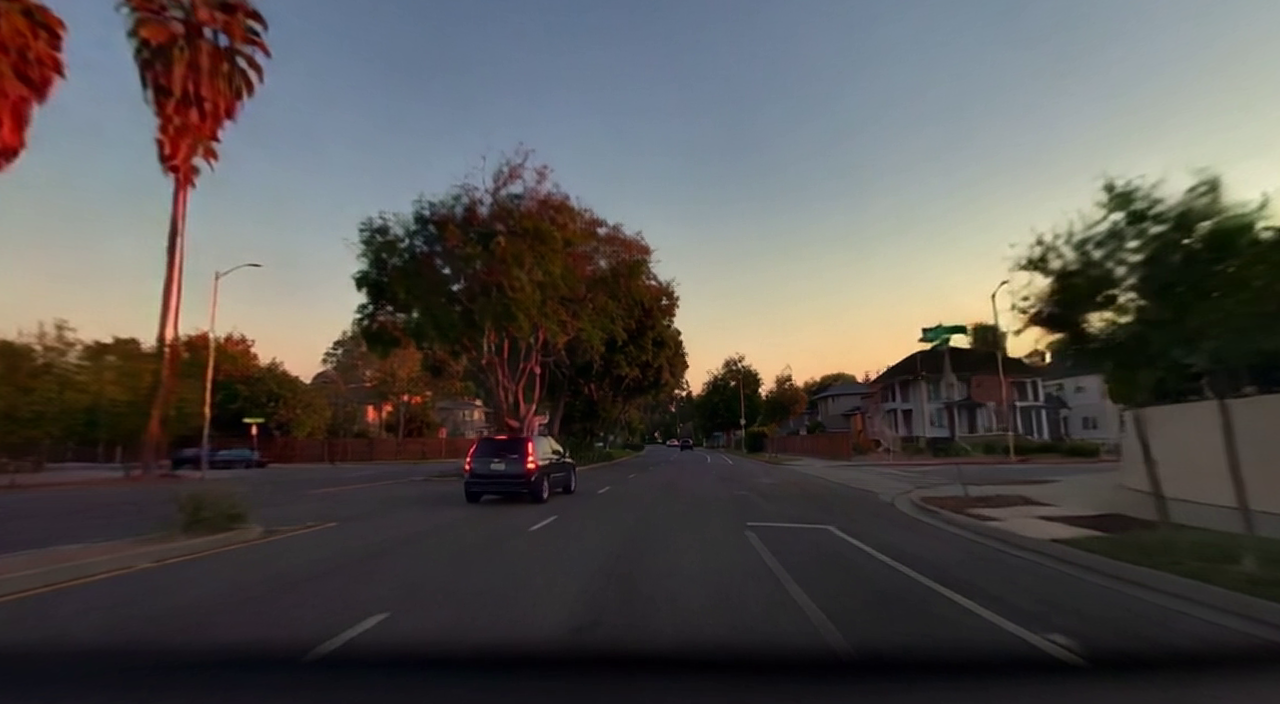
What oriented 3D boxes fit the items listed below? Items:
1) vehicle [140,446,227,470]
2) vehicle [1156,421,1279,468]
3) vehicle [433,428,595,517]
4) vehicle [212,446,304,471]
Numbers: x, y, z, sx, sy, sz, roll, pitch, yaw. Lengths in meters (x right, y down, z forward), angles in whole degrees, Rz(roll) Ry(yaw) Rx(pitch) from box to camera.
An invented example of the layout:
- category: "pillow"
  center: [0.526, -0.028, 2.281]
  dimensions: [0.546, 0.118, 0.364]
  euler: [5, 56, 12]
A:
- category: "vehicle"
  center: [-29.714, 6.878, 41.033]
  dimensions: [4.447, 1.484, 1.845]
  euler: [-1, -8, 8]
- category: "vehicle"
  center: [20.083, 3.053, 20.731]
  dimensions: [4.318, 1.451, 1.915]
  euler: [-3, -9, 21]
- category: "vehicle"
  center: [-2.335, 2.405, 13.185]
  dimensions: [2.075, 1.498, 4.730]
  euler: [-1, -8, 5]
- category: "vehicle"
  center: [-24.133, 6.711, 39.894]
  dimensions: [4.776, 1.491, 1.991]
  euler: [-2, -8, 10]
